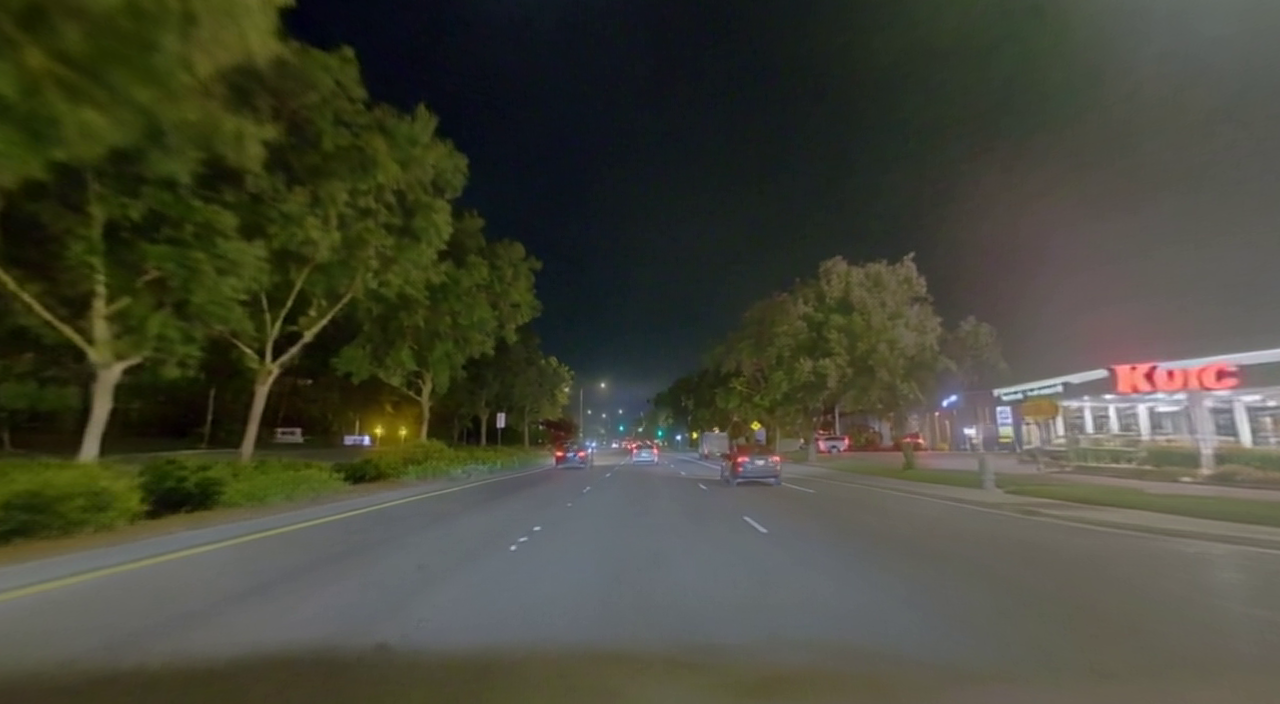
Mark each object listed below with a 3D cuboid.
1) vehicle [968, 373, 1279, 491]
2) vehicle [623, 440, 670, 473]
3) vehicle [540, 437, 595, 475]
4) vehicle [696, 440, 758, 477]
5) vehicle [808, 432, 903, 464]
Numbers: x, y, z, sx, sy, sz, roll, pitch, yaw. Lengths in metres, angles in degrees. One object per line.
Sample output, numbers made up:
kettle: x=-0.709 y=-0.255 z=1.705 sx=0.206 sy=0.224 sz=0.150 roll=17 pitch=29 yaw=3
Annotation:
vehicle: x=14.680 y=2.383 z=18.382 sx=8.343 sy=3.028 sz=3.002 roll=-1 pitch=-10 yaw=3
vehicle: x=0.283 y=4.998 z=30.377 sx=2.059 sy=1.477 sz=4.216 roll=0 pitch=-8 yaw=0
vehicle: x=-3.255 y=4.765 z=29.106 sx=1.995 sy=1.607 sz=4.086 roll=0 pitch=-8 yaw=1
vehicle: x=3.730 y=4.664 z=27.824 sx=2.012 sy=1.462 sz=4.400 roll=0 pitch=-8 yaw=-1
vehicle: x=13.503 y=6.082 z=39.796 sx=5.144 sy=1.834 sz=2.188 roll=-2 pitch=-9 yaw=2
